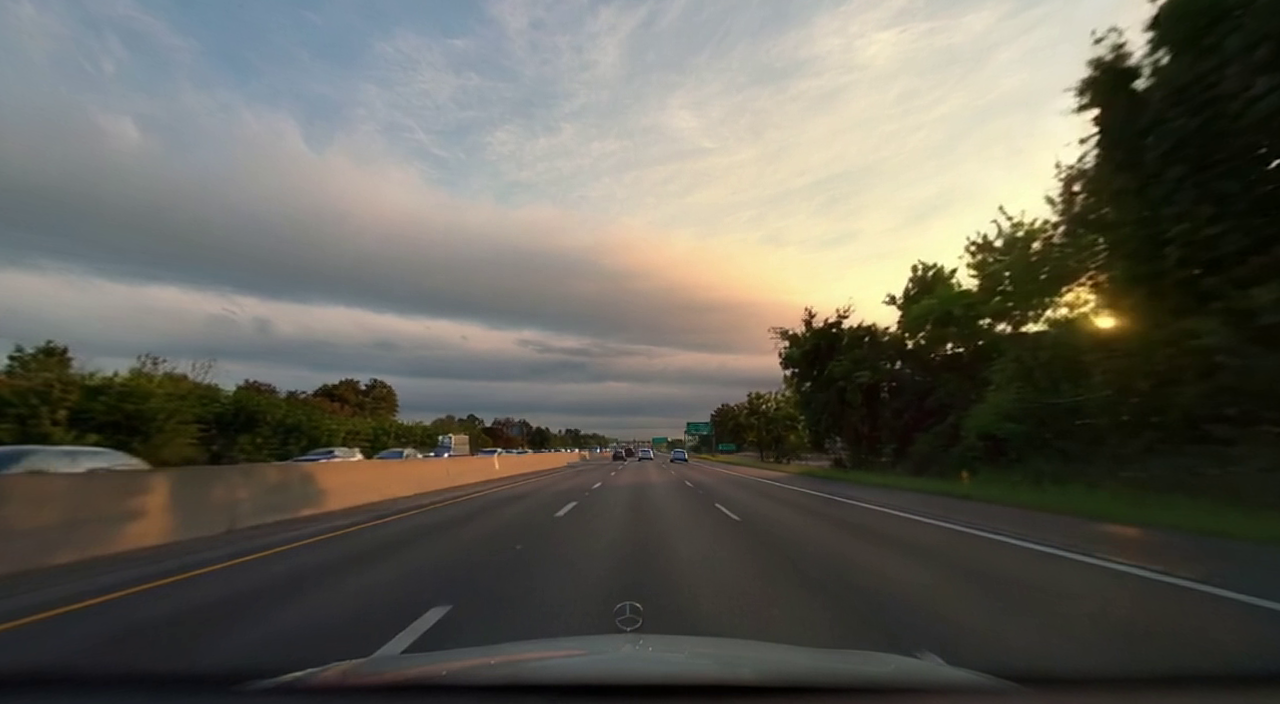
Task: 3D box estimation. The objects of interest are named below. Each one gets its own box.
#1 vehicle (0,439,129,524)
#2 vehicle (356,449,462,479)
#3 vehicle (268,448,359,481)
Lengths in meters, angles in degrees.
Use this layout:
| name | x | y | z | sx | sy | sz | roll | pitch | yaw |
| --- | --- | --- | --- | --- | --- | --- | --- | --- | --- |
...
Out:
| name | x | y | z | sx | sy | sz | roll | pitch | yaw |
| --- | --- | --- | --- | --- | --- | --- | --- | --- | --- |
| vehicle | -11.932 | 2.319 | 11.412 | 1.801 | 1.449 | 4.143 | 0 | -9 | 1 |
| vehicle | -11.774 | 5.744 | 32.448 | 4.746 | 1.457 | 1.988 | 1 | -9 | -7 |
| vehicle | -15.975 | 5.504 | 31.180 | 1.852 | 1.497 | 4.879 | 0 | -9 | 0 |
